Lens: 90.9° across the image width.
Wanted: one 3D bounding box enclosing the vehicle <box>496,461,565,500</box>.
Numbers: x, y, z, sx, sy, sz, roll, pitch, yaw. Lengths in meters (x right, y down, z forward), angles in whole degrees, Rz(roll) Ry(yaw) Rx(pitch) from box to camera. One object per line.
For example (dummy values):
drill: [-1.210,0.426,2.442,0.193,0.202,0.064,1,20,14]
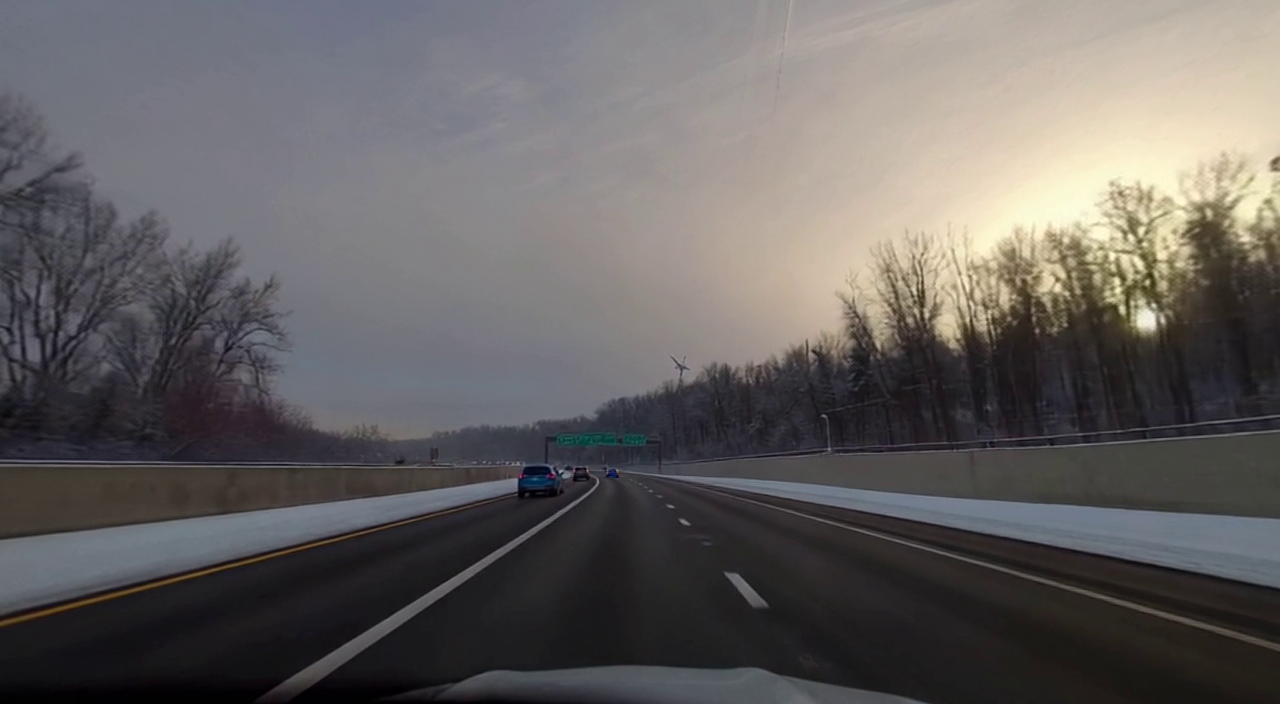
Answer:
vehicle: [-4.907,5.864,28.961,2.328,1.559,5.041,1,-11,-1]
